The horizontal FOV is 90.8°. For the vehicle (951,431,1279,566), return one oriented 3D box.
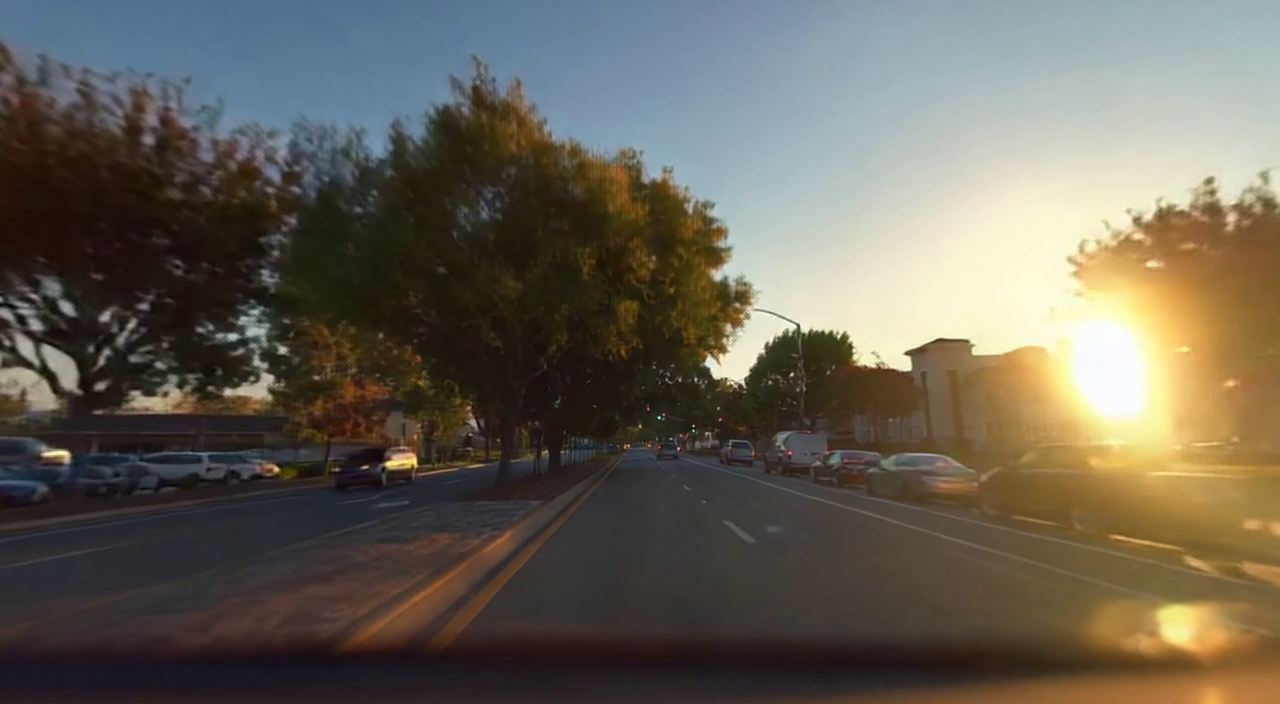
[{"bbox_3d":[7.400,2.151,10.256,1.951,1.601,5.147,0,-8,-1],"label":"vehicle"}]

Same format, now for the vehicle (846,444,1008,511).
[{"bbox_3d":[7.180,3.147,16.508,1.862,1.464,4.892,0,-8,-1],"label":"vehicle"}]

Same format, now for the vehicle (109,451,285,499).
[{"bbox_3d":[-14.823,4.079,21.250,4.635,1.457,2.060,-2,-8,10],"label":"vehicle"}]

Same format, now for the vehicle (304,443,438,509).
[{"bbox_3d":[-7.654,3.359,17.716,2.165,1.567,4.700,6,-11,-38],"label":"vehicle"}]

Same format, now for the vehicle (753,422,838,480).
[{"bbox_3d":[7.100,4.607,29.659,2.323,2.433,5.901,0,-8,-2],"label":"vehicle"}]

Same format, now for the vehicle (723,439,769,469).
[{"bbox_3d":[7.011,6.819,42.306,2.088,1.848,4.936,0,-9,-2],"label":"vehicle"}]

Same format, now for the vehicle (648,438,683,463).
[{"bbox_3d":[1.871,7.563,48.607,2.293,1.814,4.589,0,-8,-3],"label":"vehicle"}]
